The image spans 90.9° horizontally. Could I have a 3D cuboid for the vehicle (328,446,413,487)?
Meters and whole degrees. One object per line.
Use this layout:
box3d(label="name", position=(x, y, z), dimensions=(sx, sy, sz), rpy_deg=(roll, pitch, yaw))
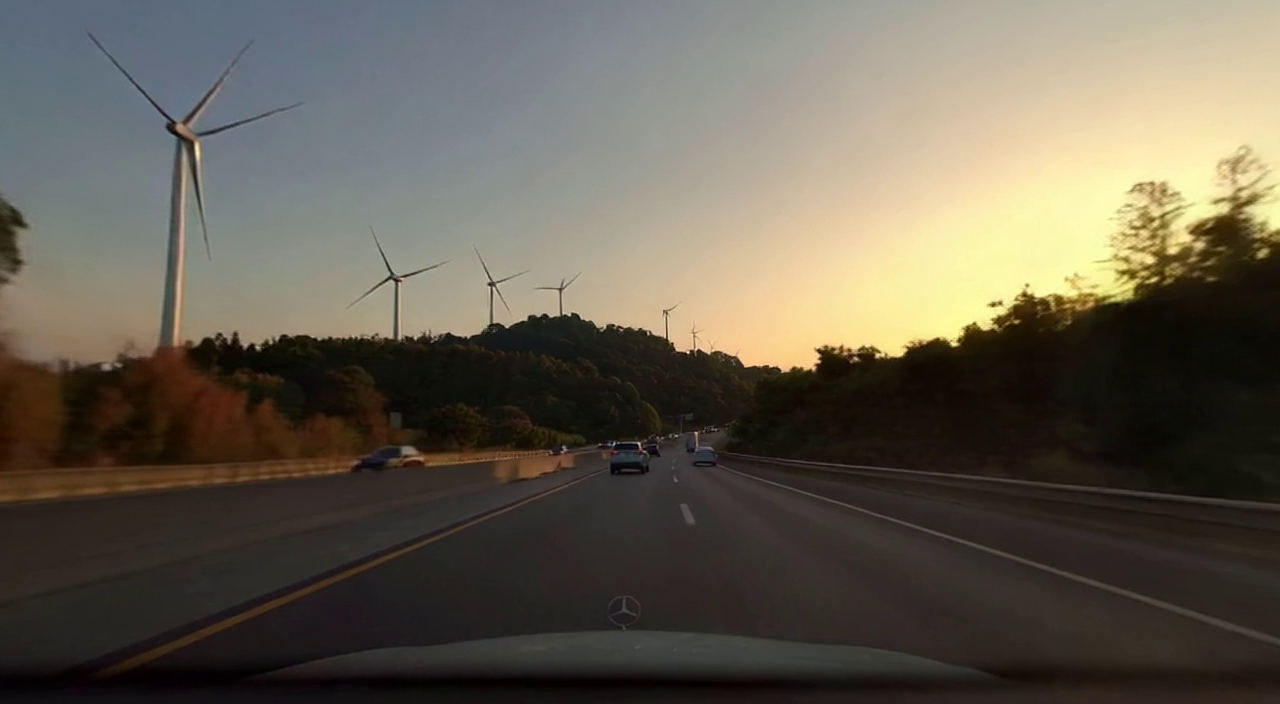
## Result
box3d(label="vehicle", position=(-12.727, 5.399, 30.089), dimensions=(1.924, 1.754, 4.607), rpy_deg=(-1, -9, 1))

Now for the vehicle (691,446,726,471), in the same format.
box3d(label="vehicle", position=(4.828, 7.570, 44.922), dimensions=(2.040, 1.721, 4.507), rpy_deg=(0, -9, 1))

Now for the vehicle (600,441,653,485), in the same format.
box3d(label="vehicle", position=(-0.508, 4.734, 27.196), dimensions=(2.038, 1.723, 4.150), rpy_deg=(-1, -9, 2))
